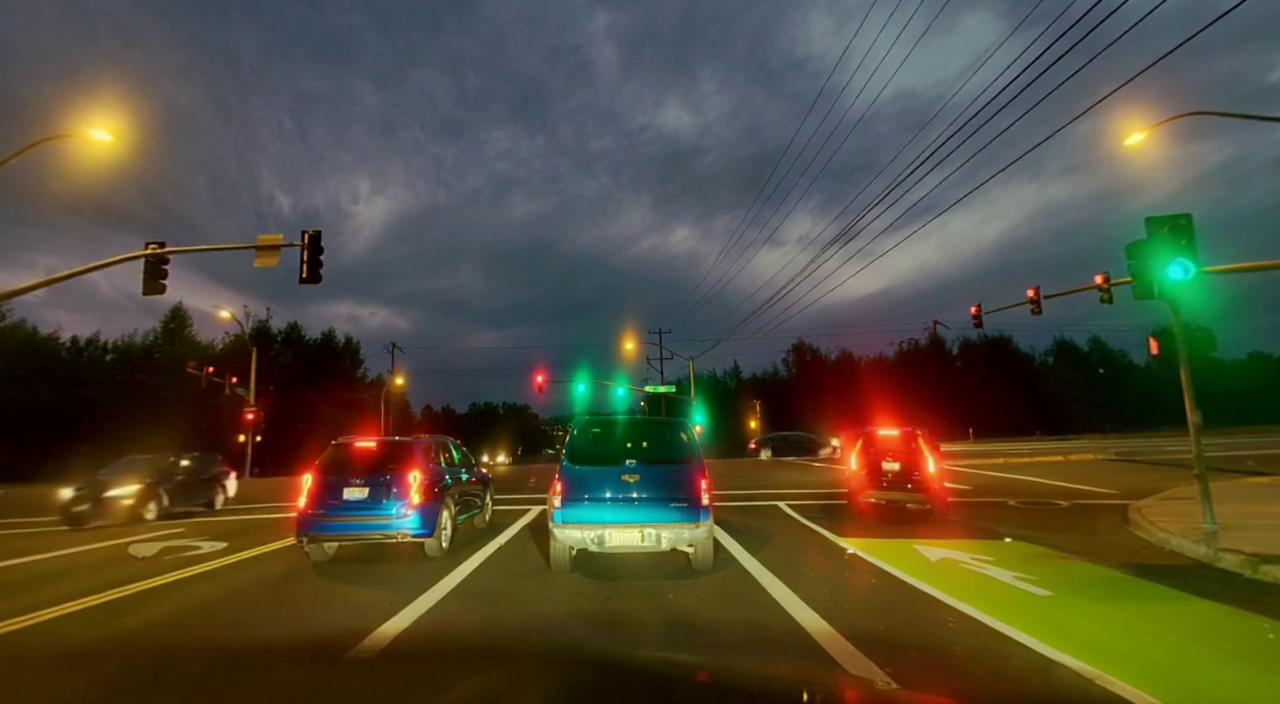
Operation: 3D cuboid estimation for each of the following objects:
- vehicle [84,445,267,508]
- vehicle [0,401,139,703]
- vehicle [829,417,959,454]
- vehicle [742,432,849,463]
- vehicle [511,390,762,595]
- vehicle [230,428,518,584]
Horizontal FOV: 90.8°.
[{"bbox_3d":[-13.692,3.647,19.071,2.079,1.656,4.545,0,-8,-1],"label":"vehicle"},{"bbox_3d":[-3.350,0.654,0.440,1.928,1.488,4.936,0,-8,0],"label":"vehicle"},{"bbox_3d":[13.853,4.601,34.814,6.143,1.944,2.229,-1,-8,5],"label":"vehicle"},{"bbox_3d":[7.654,4.743,31.423,4.715,1.438,2.023,-7,-11,37],"label":"vehicle"},{"bbox_3d":[-0.060,1.523,7.615,2.182,1.773,4.041,0,-8,-1],"label":"vehicle"},{"bbox_3d":[-2.934,1.765,8.012,1.969,1.486,3.702,0,-8,1],"label":"vehicle"}]
